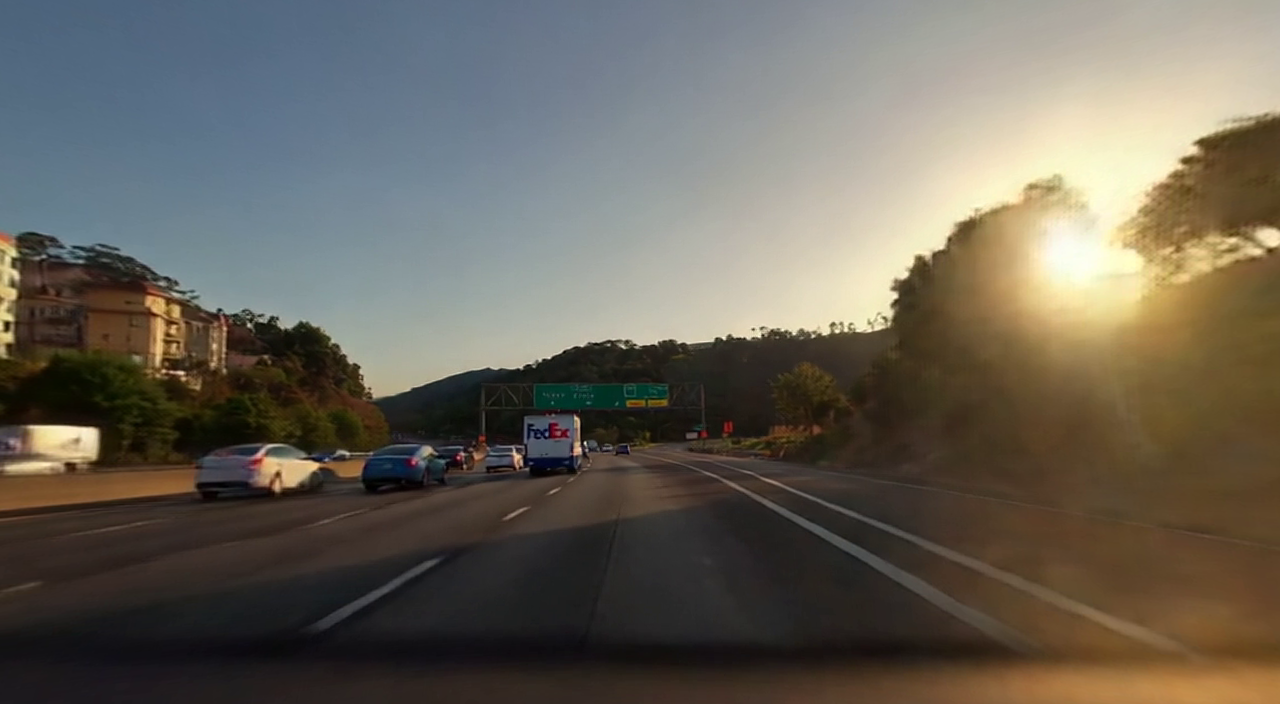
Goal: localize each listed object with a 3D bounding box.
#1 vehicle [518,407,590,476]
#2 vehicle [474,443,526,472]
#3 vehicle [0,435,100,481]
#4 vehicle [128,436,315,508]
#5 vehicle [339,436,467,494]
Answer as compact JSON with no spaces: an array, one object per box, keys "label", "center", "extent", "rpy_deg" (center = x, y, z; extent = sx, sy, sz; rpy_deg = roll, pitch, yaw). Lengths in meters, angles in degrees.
[{"label":"vehicle","center":[-4.374,4.794,33.712],"extent":[2.798,3.212,7.573],"rpy_deg":[0,-8,0]},{"label":"vehicle","center":[-8.437,6.379,38.438],"extent":[2.143,1.628,4.559],"rpy_deg":[0,-8,-1]},{"label":"vehicle","center":[-33.201,5.586,33.569],"extent":[2.677,2.234,7.185],"rpy_deg":[0,-8,-2]},{"label":"vehicle","center":[-11.735,3.362,18.236],"extent":[2.188,1.784,4.724],"rpy_deg":[0,-8,-1]},{"label":"vehicle","center":[-7.954,3.843,21.872],"extent":[2.461,1.767,4.991],"rpy_deg":[0,-8,0]}]
